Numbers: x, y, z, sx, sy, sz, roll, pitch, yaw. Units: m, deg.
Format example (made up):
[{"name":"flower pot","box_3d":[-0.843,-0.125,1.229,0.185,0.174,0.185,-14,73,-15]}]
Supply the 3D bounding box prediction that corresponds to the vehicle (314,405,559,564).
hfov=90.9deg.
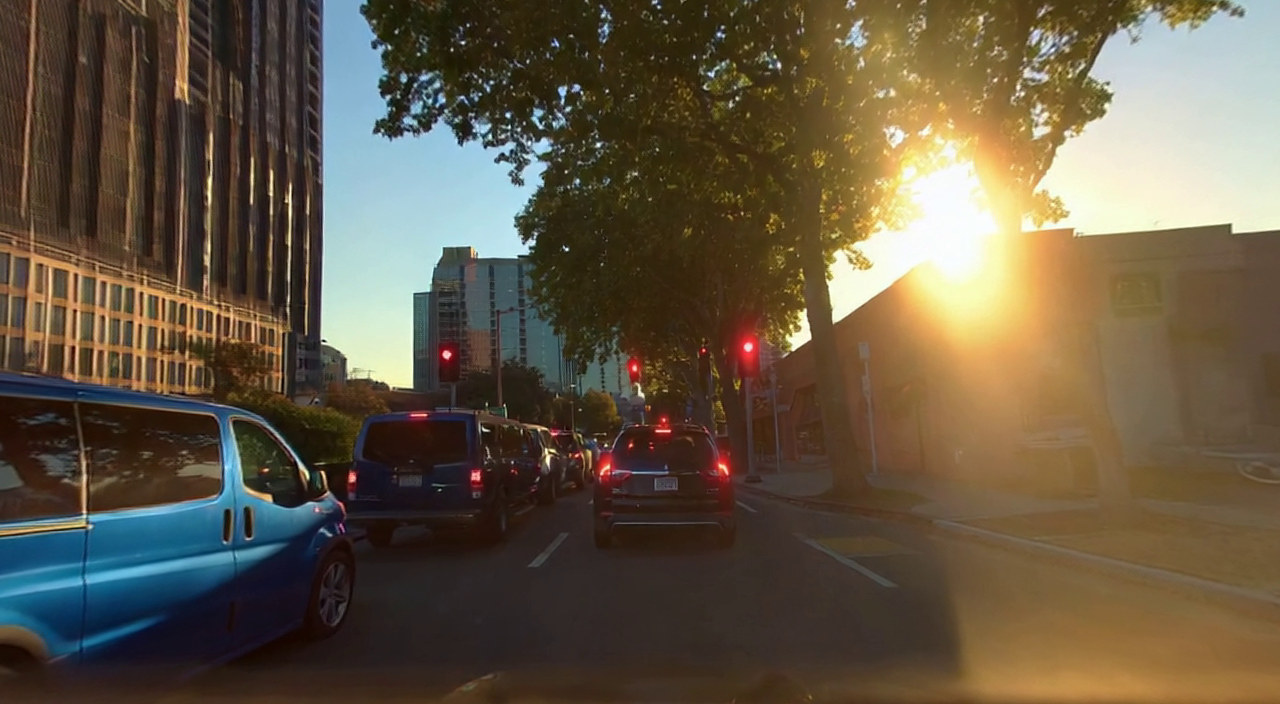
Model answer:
[{"name":"vehicle","box_3d":[-2.643,1.864,9.596,2.124,1.799,4.587,0,-8,1]}]

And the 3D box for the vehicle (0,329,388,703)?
[{"name":"vehicle","box_3d":[-3.170,0.991,3.485,1.940,1.722,3.823,0,-8,0]}]

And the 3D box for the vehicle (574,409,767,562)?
[{"name":"vehicle","box_3d":[0.362,1.824,9.252,2.205,1.727,3.917,0,-8,0]}]
